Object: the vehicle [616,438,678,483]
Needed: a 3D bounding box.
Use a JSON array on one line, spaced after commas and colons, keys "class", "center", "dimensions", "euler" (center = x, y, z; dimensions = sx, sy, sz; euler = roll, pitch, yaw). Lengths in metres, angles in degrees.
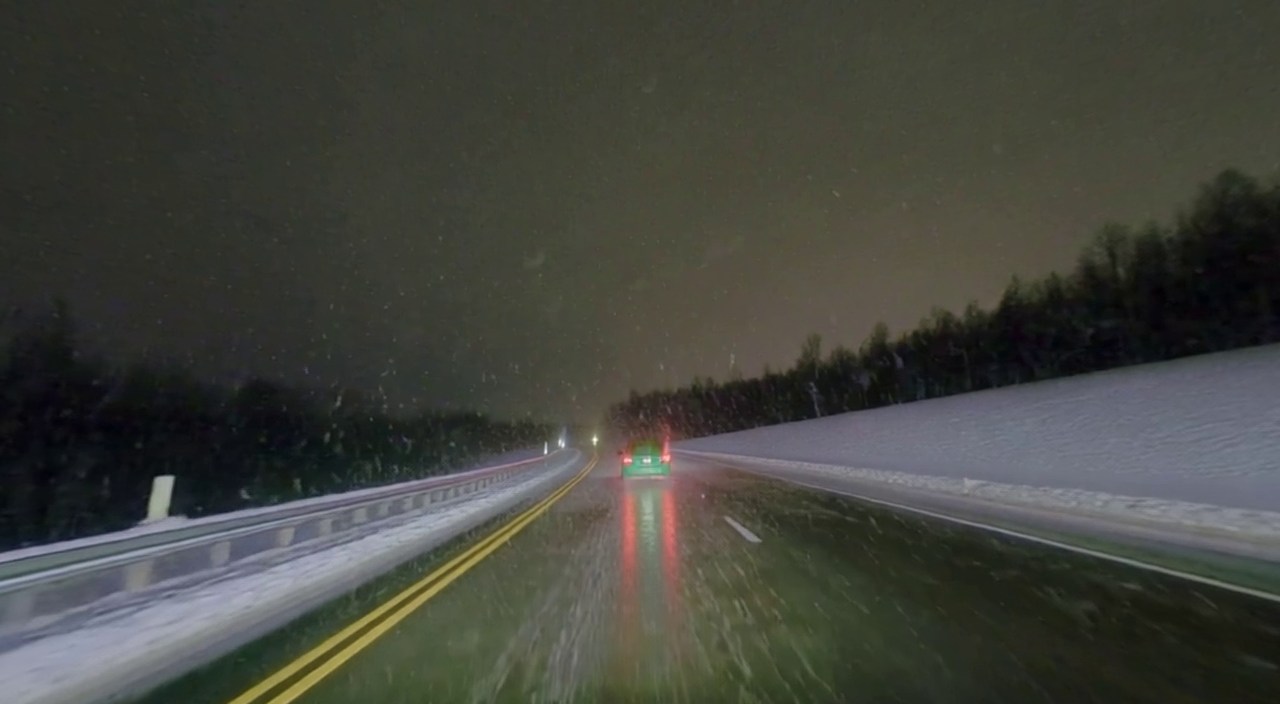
[{"class": "vehicle", "center": [0.142, 3.860, 22.763], "dimensions": [2.029, 1.474, 4.183], "euler": [0, -8, -2]}]
